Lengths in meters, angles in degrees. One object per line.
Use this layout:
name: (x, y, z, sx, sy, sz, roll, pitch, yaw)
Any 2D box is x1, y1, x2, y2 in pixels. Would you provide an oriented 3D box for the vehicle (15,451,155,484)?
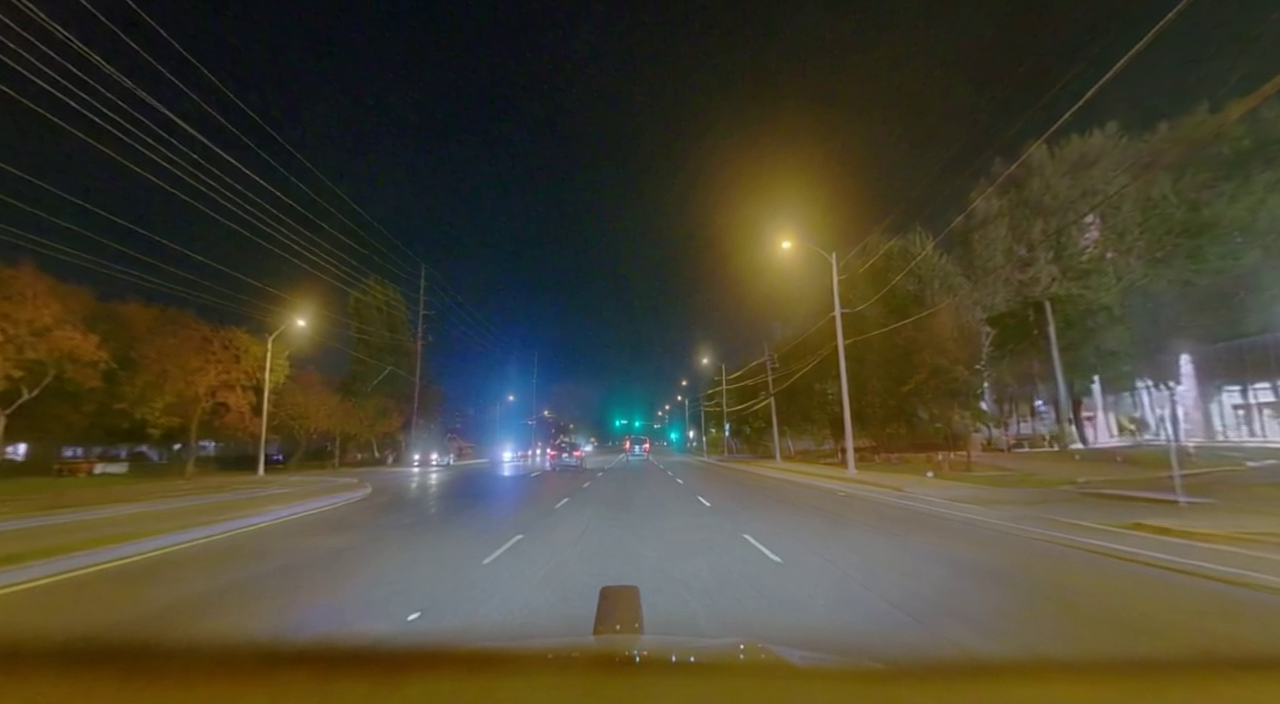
vehicle: (-33.945, 7.064, 38.647, 6.134, 1.918, 2.296, 0, -9, -4)

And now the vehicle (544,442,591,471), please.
vehicle: (-3.938, 5.748, 34.814, 2.076, 1.444, 4.328, 0, -9, 0)
